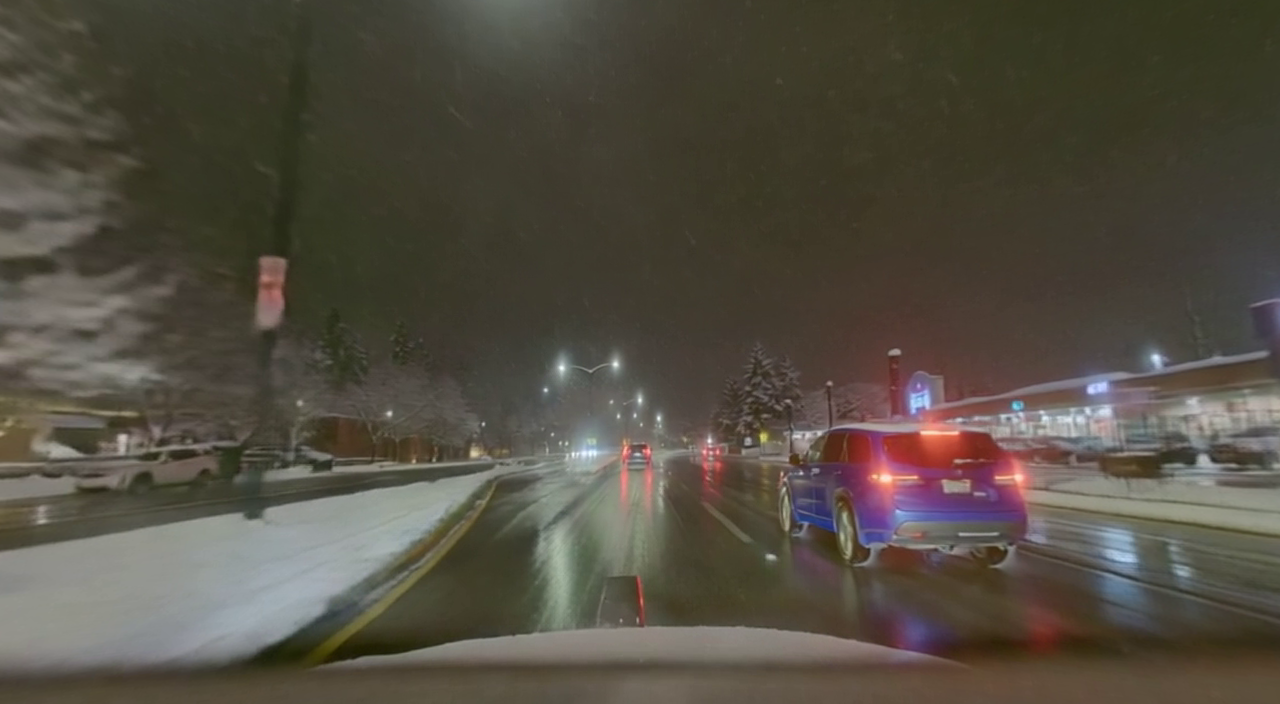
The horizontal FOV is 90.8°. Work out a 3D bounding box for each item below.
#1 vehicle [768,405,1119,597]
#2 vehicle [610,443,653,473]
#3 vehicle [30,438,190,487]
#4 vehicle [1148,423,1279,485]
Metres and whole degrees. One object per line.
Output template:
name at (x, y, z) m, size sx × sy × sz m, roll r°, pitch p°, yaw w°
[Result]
vehicle at (3.174, 1.660, 7.922) m, size 2.110 × 1.698 × 4.397 m, roll 0°, pitch -8°, yaw -1°
vehicle at (-0.437, 5.525, 33.130) m, size 2.126 × 1.475 × 3.967 m, roll 0°, pitch -8°, yaw 0°
vehicle at (-25.851, 5.412, 30.990) m, size 5.776 × 1.932 × 2.226 m, roll -3°, pitch -9°, yaw -2°
vehicle at (20.284, 3.289, 20.524) m, size 5.408 × 1.845 × 2.377 m, roll 0°, pitch -8°, yaw 0°
